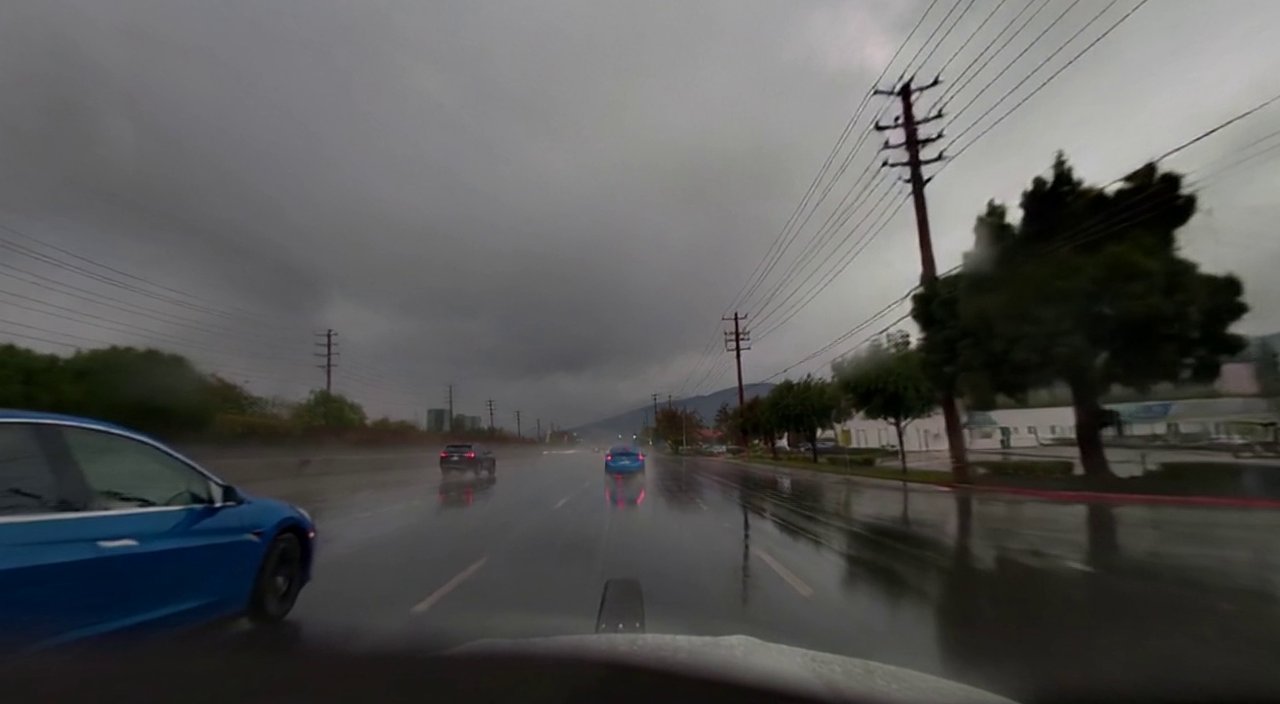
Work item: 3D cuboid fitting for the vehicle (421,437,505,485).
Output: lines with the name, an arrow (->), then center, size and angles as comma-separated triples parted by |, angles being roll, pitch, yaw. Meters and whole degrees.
vehicle -> -7.348, 4.572, 26.792 | 2.203, 1.819, 4.547 | 0, -8, 1

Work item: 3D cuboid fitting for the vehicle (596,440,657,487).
vehicle -> -0.495, 4.291, 24.695 | 2.189, 1.652, 4.135 | 0, -9, 0

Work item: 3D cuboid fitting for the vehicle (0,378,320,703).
vehicle -> -3.719, 0.949, 2.854 | 1.985, 1.607, 4.892 | 0, -9, 0
